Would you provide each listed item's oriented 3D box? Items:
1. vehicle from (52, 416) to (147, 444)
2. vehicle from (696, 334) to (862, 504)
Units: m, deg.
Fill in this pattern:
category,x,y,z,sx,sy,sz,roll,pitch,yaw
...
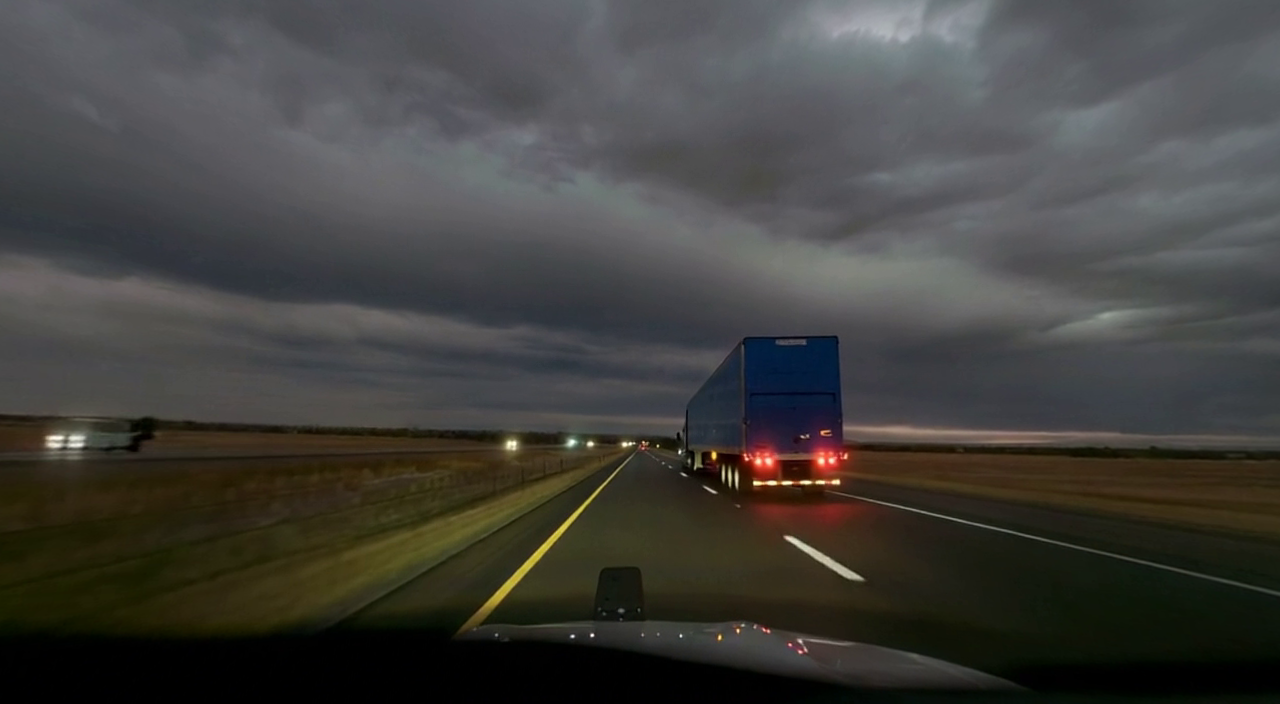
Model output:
category,x,y,z,sx,sy,sz,roll,pitch,yaw
vehicle,-33.386,4.870,39.098,1.905,1.601,4.480,0,-9,0
vehicle,3.981,2.606,22.046,2.818,4.206,12.987,0,-9,0
